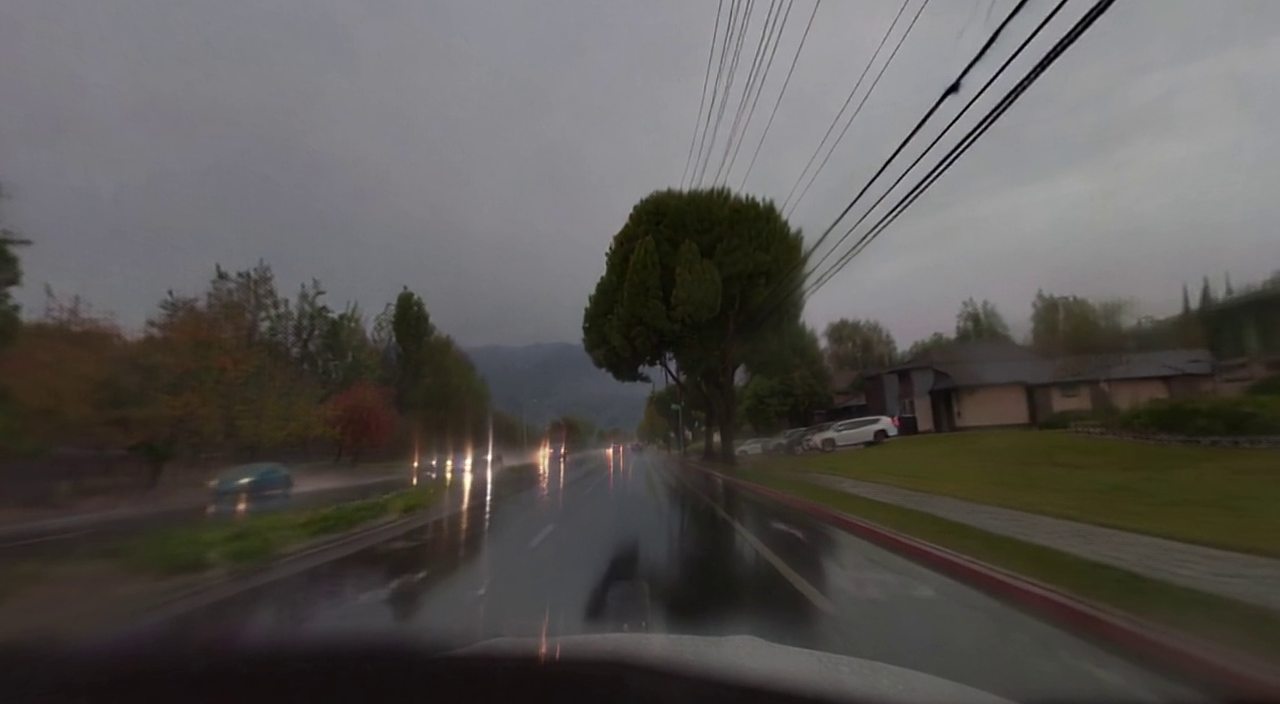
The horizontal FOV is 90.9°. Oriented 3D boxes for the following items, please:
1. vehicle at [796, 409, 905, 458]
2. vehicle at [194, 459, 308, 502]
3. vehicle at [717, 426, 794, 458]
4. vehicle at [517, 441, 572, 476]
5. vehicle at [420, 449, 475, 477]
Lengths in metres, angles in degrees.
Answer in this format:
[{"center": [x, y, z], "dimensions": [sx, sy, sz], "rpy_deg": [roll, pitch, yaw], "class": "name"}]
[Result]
[{"center": [10.786, 4.249, 32.601], "dimensions": [4.610, 1.853, 2.265], "rpy_deg": [-7, -9, -3], "class": "vehicle"}, {"center": [-15.980, 5.261, 26.217], "dimensions": [1.890, 1.490, 4.494], "rpy_deg": [-1, -8, 0], "class": "vehicle"}, {"center": [8.238, 6.467, 45.261], "dimensions": [4.840, 1.583, 2.324], "rpy_deg": [-8, -9, -3], "class": "vehicle"}, {"center": [-4.369, 4.953, 29.504], "dimensions": [2.084, 1.466, 4.522], "rpy_deg": [0, -8, -3], "class": "vehicle"}, {"center": [-11.203, 6.448, 36.933], "dimensions": [2.048, 1.481, 4.543], "rpy_deg": [0, -8, -4], "class": "vehicle"}]
